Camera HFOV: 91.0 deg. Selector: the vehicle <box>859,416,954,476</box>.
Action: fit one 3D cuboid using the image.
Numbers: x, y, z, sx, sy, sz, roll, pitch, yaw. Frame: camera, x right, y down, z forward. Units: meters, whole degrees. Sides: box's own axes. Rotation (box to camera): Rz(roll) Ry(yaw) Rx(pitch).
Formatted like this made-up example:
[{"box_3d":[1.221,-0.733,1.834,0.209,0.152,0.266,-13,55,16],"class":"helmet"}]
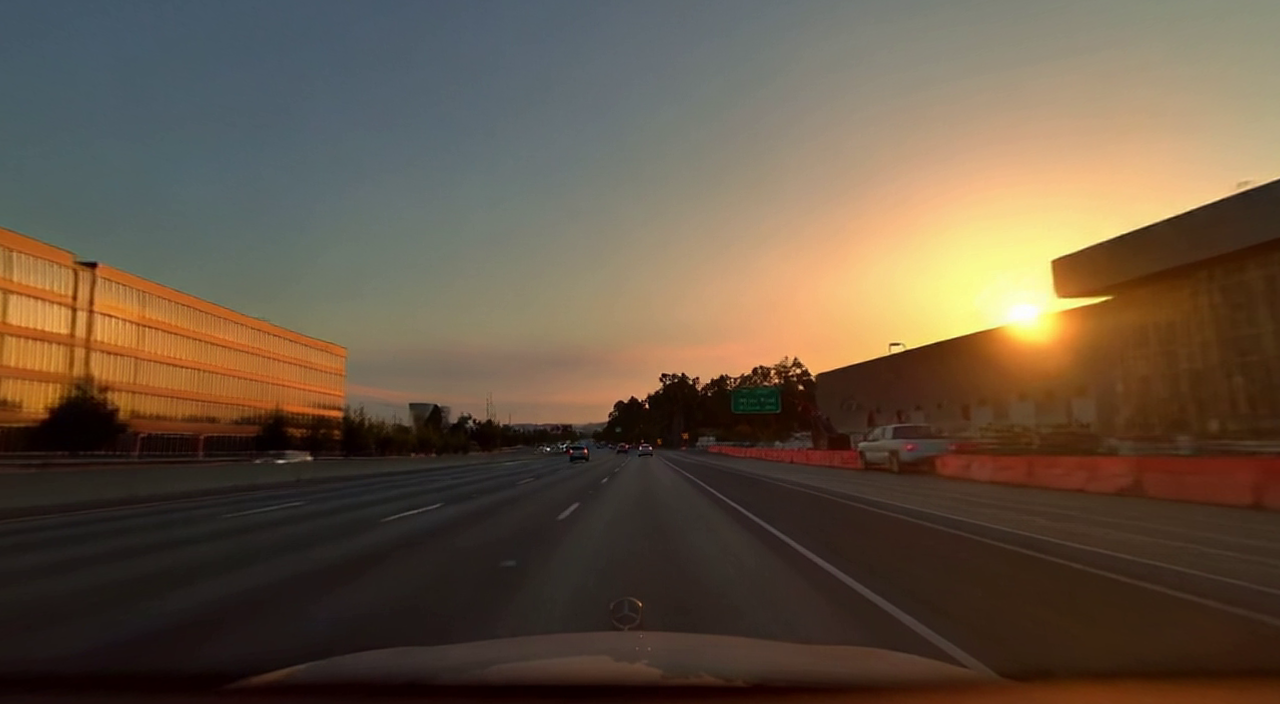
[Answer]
[{"box_3d":[14.208,5.114,33.997,2.763,2.805,4.926,-3,-10,0],"class":"vehicle"}]
